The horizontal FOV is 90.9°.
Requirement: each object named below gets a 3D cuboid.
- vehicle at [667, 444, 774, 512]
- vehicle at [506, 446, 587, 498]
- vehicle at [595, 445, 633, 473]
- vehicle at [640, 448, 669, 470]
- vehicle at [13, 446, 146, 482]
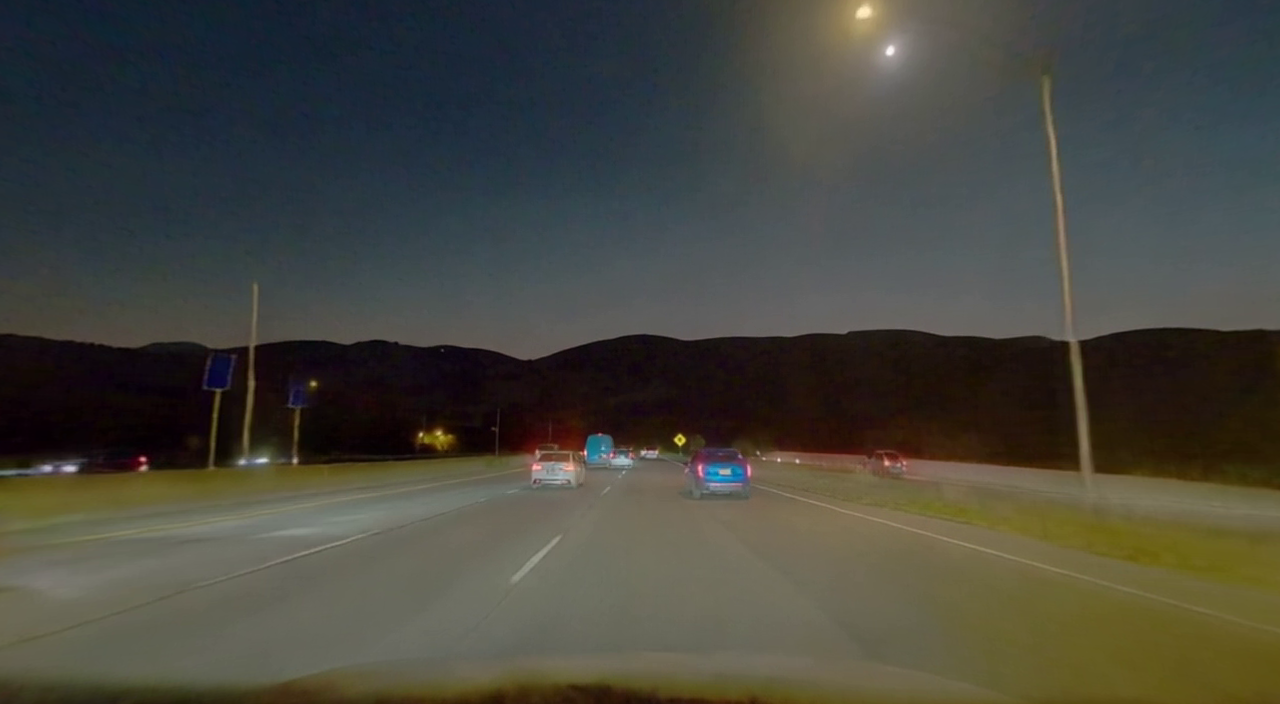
[{"bbox_3d":[1.886,3.129,16.268,2.050,1.491,4.362,0,-8,-2],"label":"vehicle"},{"bbox_3d":[-2.958,3.902,20.974,1.990,1.501,4.250,0,-8,1],"label":"vehicle"},{"bbox_3d":[-1.655,6.660,39.470,2.270,1.660,4.101,0,-8,-3],"label":"vehicle"},{"bbox_3d":[1.062,7.985,47.139,2.054,1.504,3.890,0,-8,0],"label":"vehicle"},{"bbox_3d":[-34.050,6.797,38.663,2.295,2.002,6.355,0,-8,0],"label":"vehicle"}]
